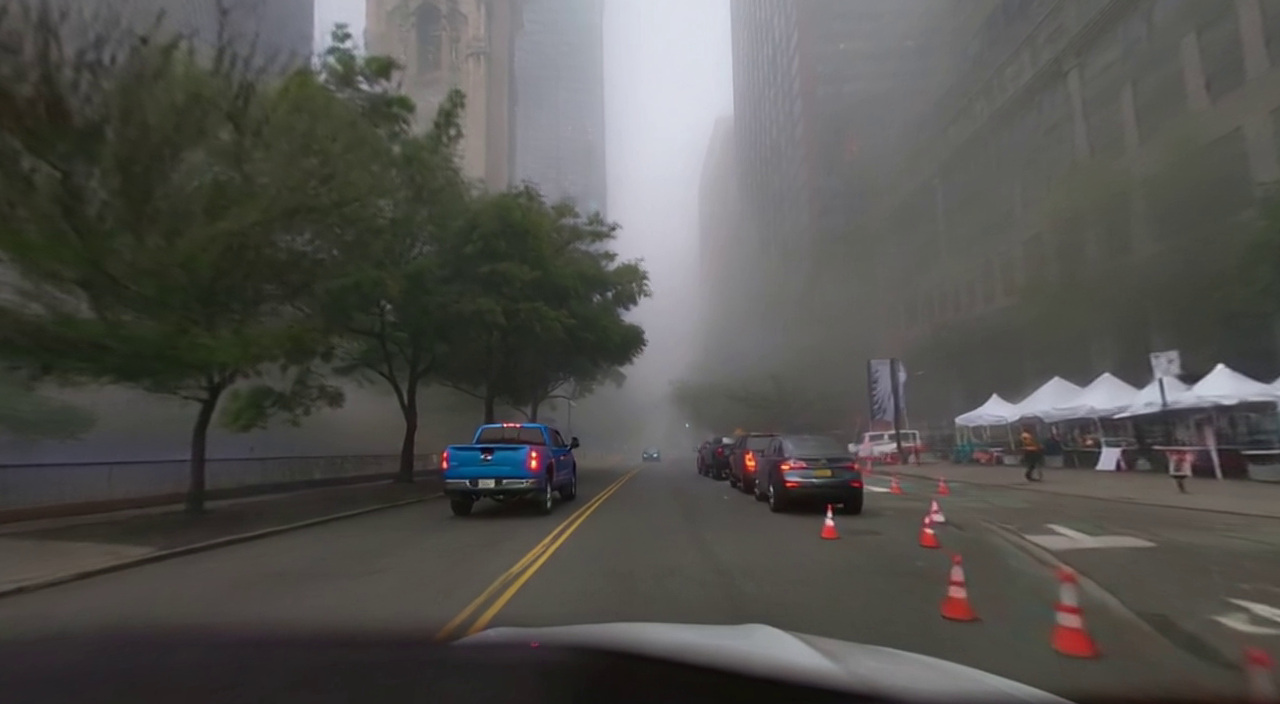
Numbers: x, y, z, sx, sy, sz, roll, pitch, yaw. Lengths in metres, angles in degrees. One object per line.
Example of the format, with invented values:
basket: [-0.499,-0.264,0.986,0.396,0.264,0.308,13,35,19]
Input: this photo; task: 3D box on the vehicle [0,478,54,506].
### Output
vehicle: [-46.109,10.242,46.151,1.970,1.764,4.948,0,-9,-7]

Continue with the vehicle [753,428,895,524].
vehicle: [3.508,2.438,12.903,2.023,1.607,4.225,-2,-9,6]

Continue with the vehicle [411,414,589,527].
vehicle: [-2.716,2.530,14.051,2.452,1.954,5.653,-1,-9,2]
